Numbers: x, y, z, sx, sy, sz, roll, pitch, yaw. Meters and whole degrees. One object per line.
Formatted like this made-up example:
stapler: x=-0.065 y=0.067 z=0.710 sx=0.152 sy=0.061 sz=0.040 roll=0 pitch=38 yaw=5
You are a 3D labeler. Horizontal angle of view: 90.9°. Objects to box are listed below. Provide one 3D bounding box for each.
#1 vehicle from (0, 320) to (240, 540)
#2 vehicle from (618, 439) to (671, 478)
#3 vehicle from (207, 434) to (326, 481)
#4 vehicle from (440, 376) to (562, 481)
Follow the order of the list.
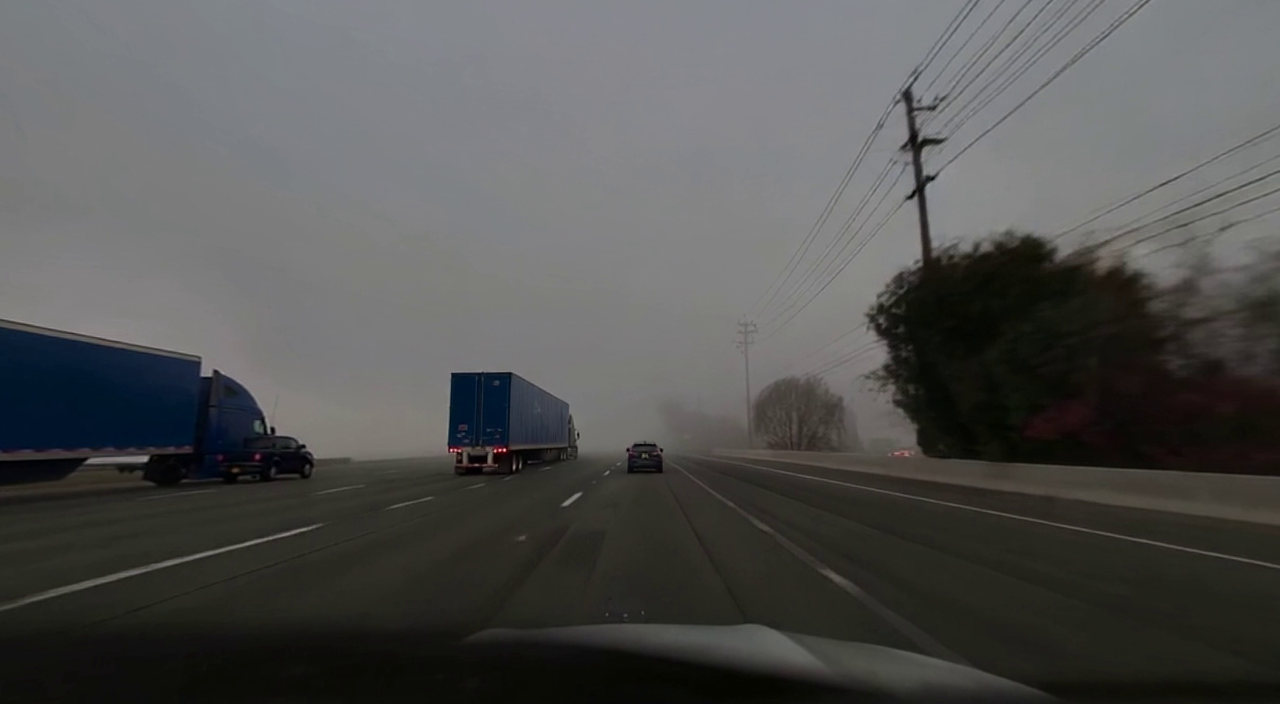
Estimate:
vehicle: x=-10.686 y=1.196 z=9.570 sx=2.896 sy=3.140 sz=9.491 roll=0 pitch=-8 yaw=1
vehicle: x=0.203 y=4.464 z=26.696 sx=2.055 sy=1.514 sz=4.323 roll=0 pitch=-8 yaw=1
vehicle: x=-14.722 y=4.168 z=25.229 sx=1.938 sy=1.679 sz=4.469 roll=0 pitch=-8 yaw=1
vehicle: x=-6.367 y=4.111 z=32.397 sx=2.907 sy=4.081 sz=15.311 roll=0 pitch=-8 yaw=0
